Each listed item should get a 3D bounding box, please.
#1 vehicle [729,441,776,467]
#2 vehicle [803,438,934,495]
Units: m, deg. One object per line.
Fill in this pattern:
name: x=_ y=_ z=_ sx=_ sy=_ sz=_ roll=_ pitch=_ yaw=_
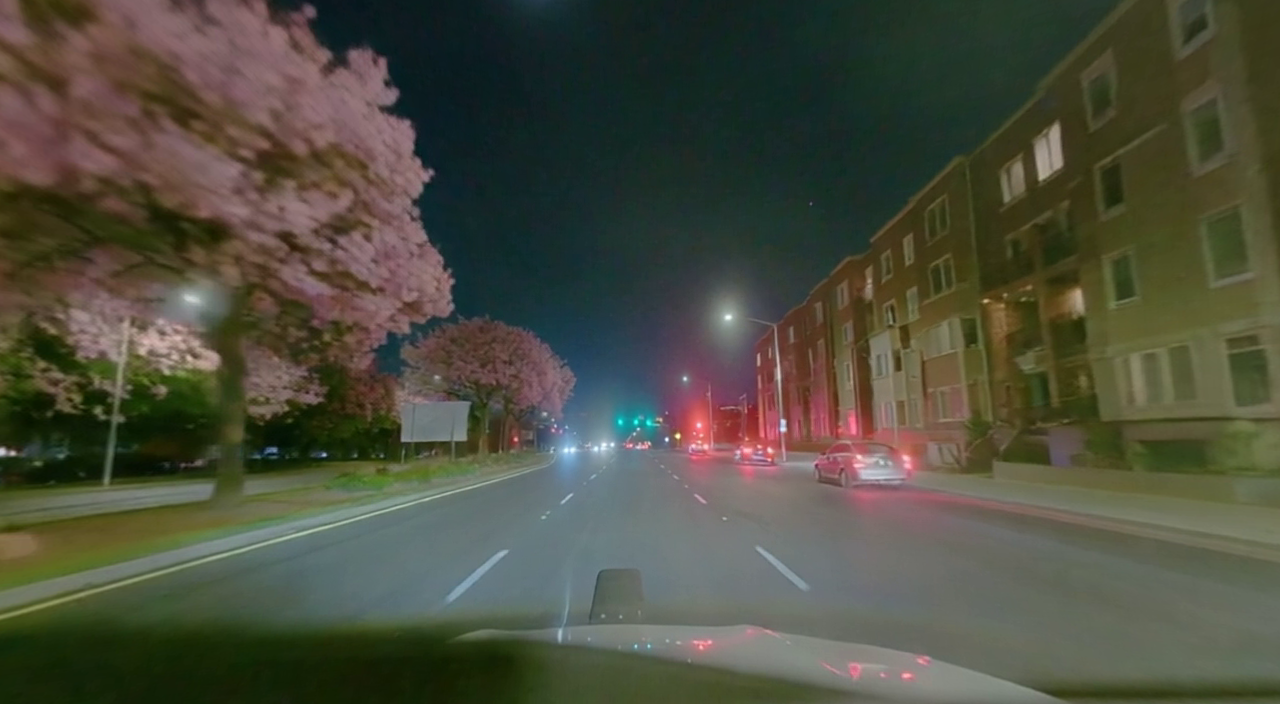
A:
vehicle: x=6.785 y=6.180 z=38.516 sx=2.032 sy=1.449 sz=4.413 roll=0 pitch=-9 yaw=0
vehicle: x=6.553 y=3.338 z=18.841 sx=1.891 sy=1.456 sz=4.909 roll=0 pitch=-9 yaw=-3
